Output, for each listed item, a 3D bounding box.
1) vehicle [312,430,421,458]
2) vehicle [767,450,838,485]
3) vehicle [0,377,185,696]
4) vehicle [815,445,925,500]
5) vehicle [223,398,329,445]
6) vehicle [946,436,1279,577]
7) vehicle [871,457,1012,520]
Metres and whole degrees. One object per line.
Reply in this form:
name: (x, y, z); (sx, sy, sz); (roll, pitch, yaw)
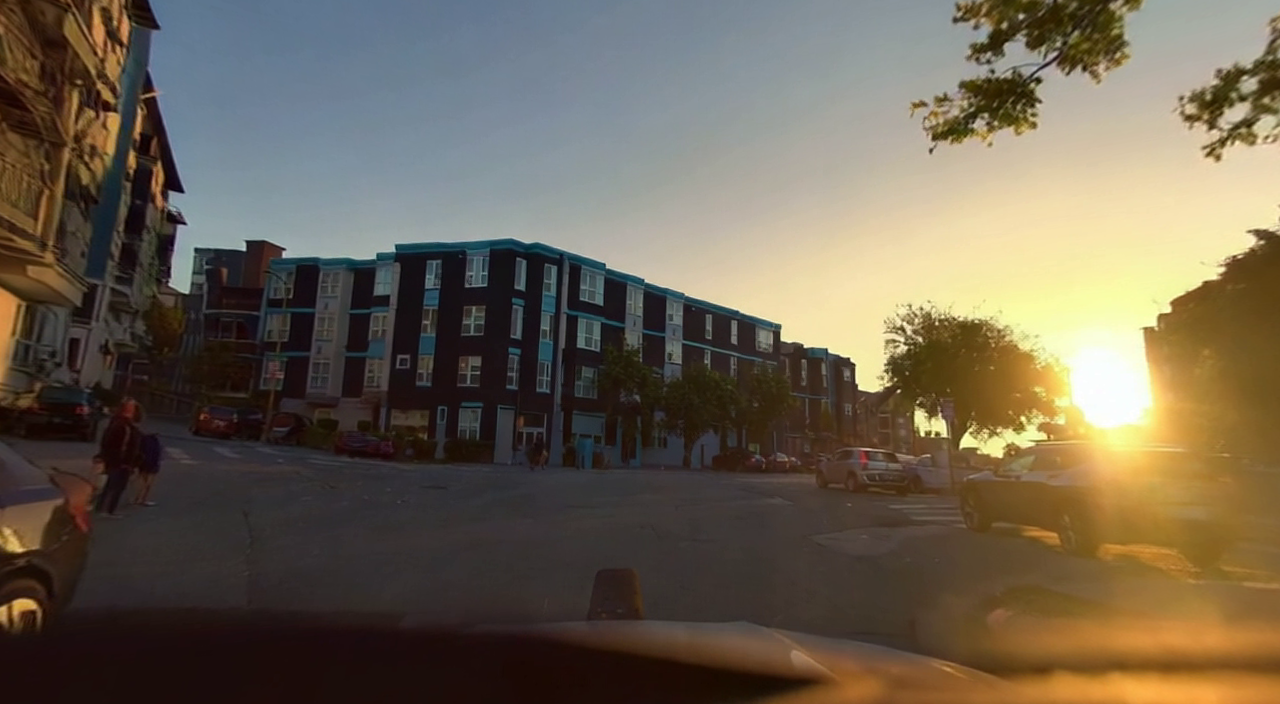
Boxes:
vehicle: (-13.578, 4.627, 31.646); (4.603, 1.335, 1.889); (1, -9, -8)
vehicle: (7.863, 5.621, 31.123); (2.122, 1.554, 4.777); (0, -9, -1)
vehicle: (-4.471, 0.834, 2.264); (2.285, 1.712, 5.200); (1, -9, -7)
vehicle: (7.936, 4.171, 22.367); (1.917, 1.704, 4.840); (0, -9, -2)
vehicle: (-18.701, 3.586, 32.463); (4.598, 1.645, 2.019); (7, -6, 20)
vehicle: (7.509, 2.382, 10.755); (2.181, 1.792, 5.066); (0, -9, 2)
vehicle: (7.825, 3.551, 16.927); (1.900, 1.368, 4.176); (-1, -9, 3)
